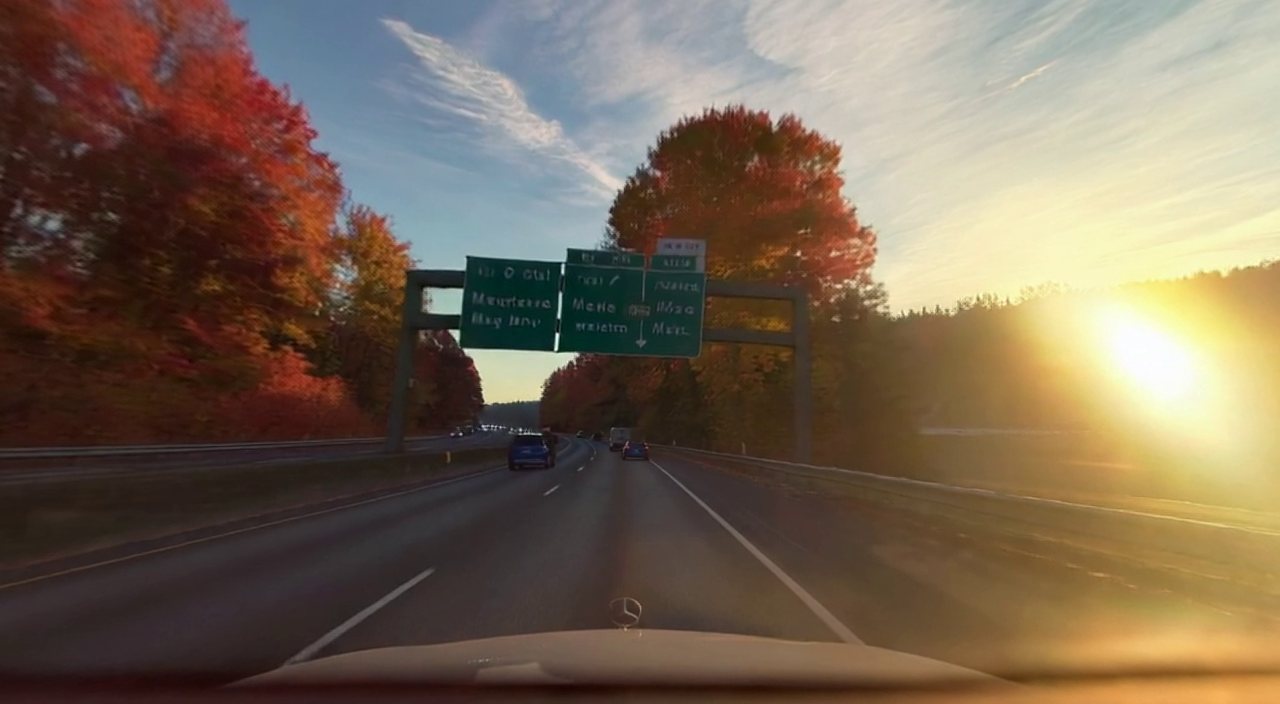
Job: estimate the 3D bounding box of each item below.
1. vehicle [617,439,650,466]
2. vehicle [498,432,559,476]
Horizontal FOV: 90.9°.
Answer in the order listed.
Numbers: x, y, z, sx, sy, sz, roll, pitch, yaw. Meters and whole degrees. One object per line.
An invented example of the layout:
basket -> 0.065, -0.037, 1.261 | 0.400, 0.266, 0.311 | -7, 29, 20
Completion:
vehicle -> -0.433, 6.045, 38.018 | 1.939, 1.497, 3.863 | 0, -8, -2
vehicle -> -4.753, 4.405, 27.423 | 1.924, 1.720, 4.195 | 0, -8, -1
